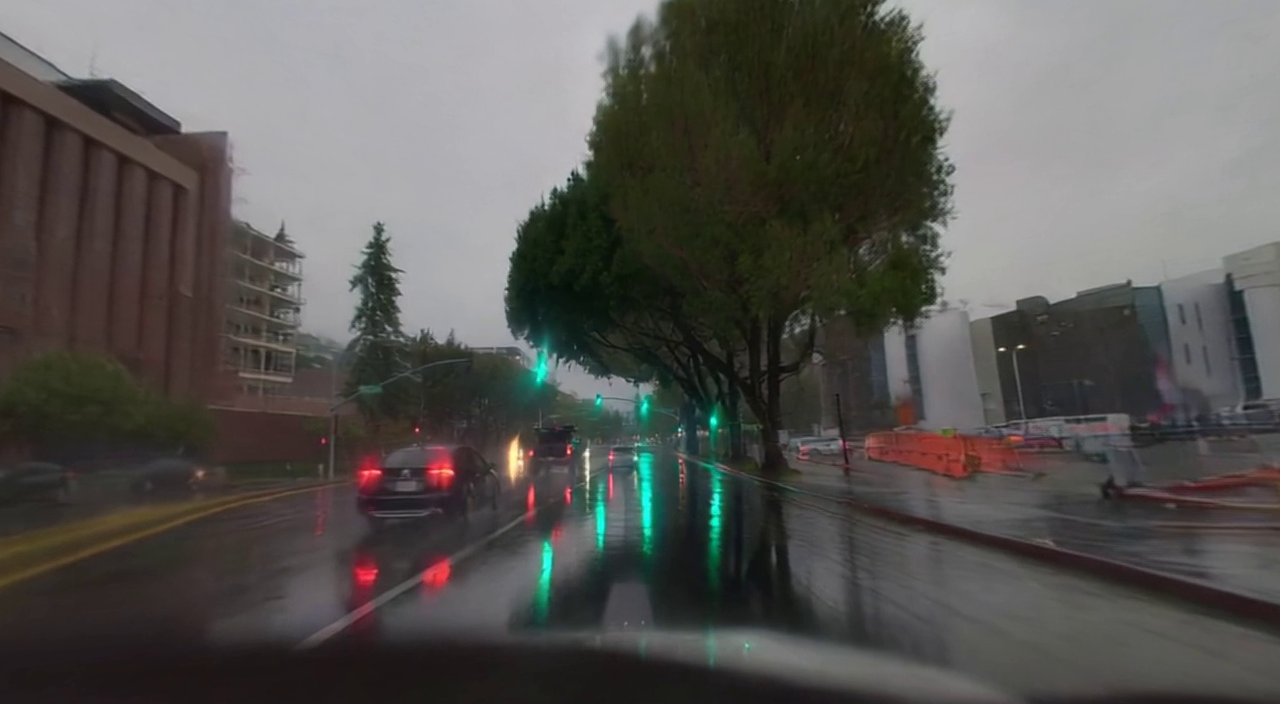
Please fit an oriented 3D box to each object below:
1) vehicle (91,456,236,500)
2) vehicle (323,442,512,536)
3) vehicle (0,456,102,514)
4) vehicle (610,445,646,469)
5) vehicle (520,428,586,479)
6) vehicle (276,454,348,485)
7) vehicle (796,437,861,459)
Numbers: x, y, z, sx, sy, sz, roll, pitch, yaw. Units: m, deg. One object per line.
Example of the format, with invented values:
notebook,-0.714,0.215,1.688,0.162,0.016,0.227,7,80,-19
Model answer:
vehicle,-19.589,5.165,26.276,1.993,1.552,5.039,-1,-9,2
vehicle,-3.887,2.448,11.981,1.959,1.406,4.527,0,-9,0
vehicle,-19.709,4.098,19.585,2.029,1.637,4.338,0,-9,1
vehicle,-0.737,6.632,40.051,2.171,1.422,4.146,0,-9,0
vehicle,-3.797,4.565,28.495,2.240,2.054,4.662,0,-9,1
vehicle,-19.610,7.020,37.962,1.965,1.539,4.461,-4,-9,1
vehicle,13.197,6.710,44.182,4.061,1.465,1.803,2,-8,-18
